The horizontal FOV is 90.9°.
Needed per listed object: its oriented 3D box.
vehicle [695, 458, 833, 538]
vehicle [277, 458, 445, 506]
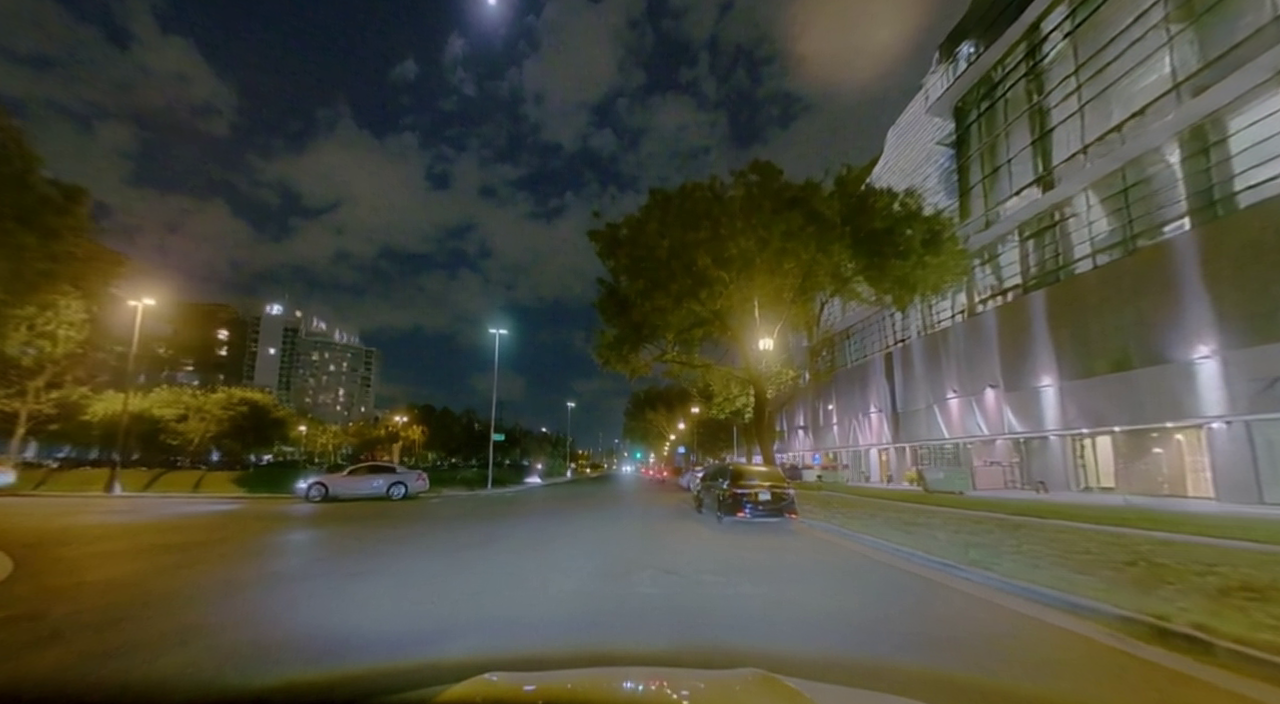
[{"bbox_3d":[2.471,3.075,13.675,2.073,1.434,3.899,1,-11,-2],"label":"vehicle"},{"bbox_3d":[-9.392,4.399,21.476,4.770,1.448,1.983,9,-14,-39],"label":"vehicle"}]
